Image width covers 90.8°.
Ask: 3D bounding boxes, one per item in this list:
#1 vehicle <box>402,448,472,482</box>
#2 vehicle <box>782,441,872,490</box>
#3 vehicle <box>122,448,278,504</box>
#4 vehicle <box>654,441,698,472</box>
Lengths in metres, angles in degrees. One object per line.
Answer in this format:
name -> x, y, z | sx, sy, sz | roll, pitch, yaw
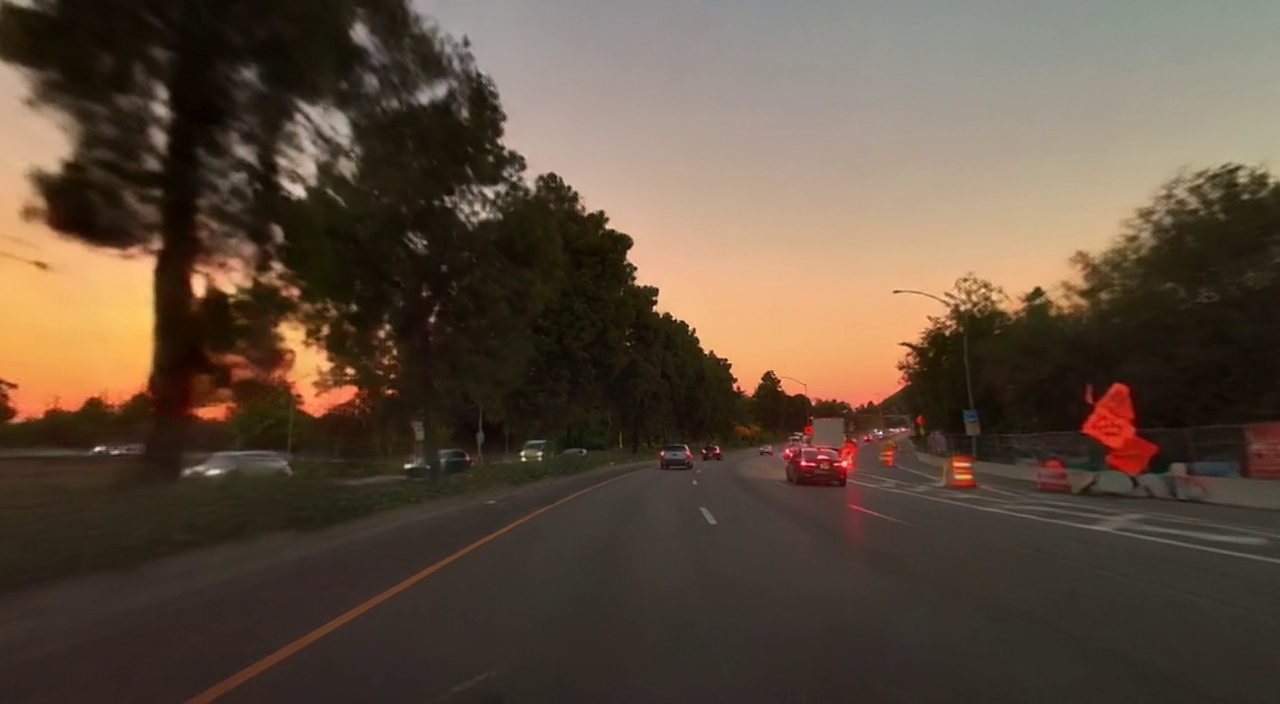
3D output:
vehicle -> -10.571, 5.925, 33.310 | 2.051, 1.569, 4.425 | -2, -9, 3
vehicle -> 6.222, 3.812, 21.532 | 2.044, 1.474, 4.083 | -1, -9, 4
vehicle -> -15.269, 4.284, 22.332 | 1.930, 1.721, 4.599 | -1, -9, 4
vehicle -> 2.177, 6.152, 37.362 | 2.201, 1.676, 4.541 | -1, -9, 8
